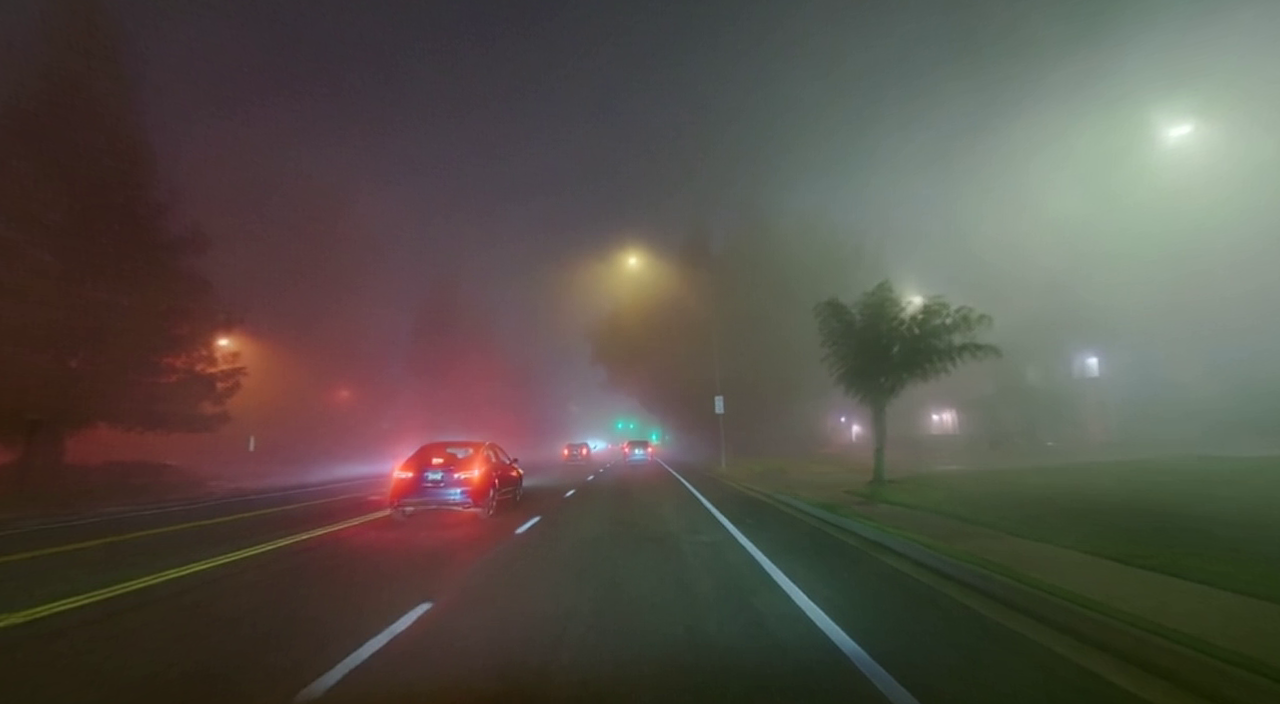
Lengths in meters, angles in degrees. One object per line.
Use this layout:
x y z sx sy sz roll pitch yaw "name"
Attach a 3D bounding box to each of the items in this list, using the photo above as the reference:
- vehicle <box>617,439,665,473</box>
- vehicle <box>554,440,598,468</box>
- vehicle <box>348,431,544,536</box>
0.040 4.815 29.443 2.065 1.456 4.099 0 -8 0 "vehicle"
-3.617 5.880 36.490 2.114 1.500 3.912 0 -8 0 "vehicle"
-3.075 2.188 11.122 2.030 1.467 4.403 0 -8 0 "vehicle"
